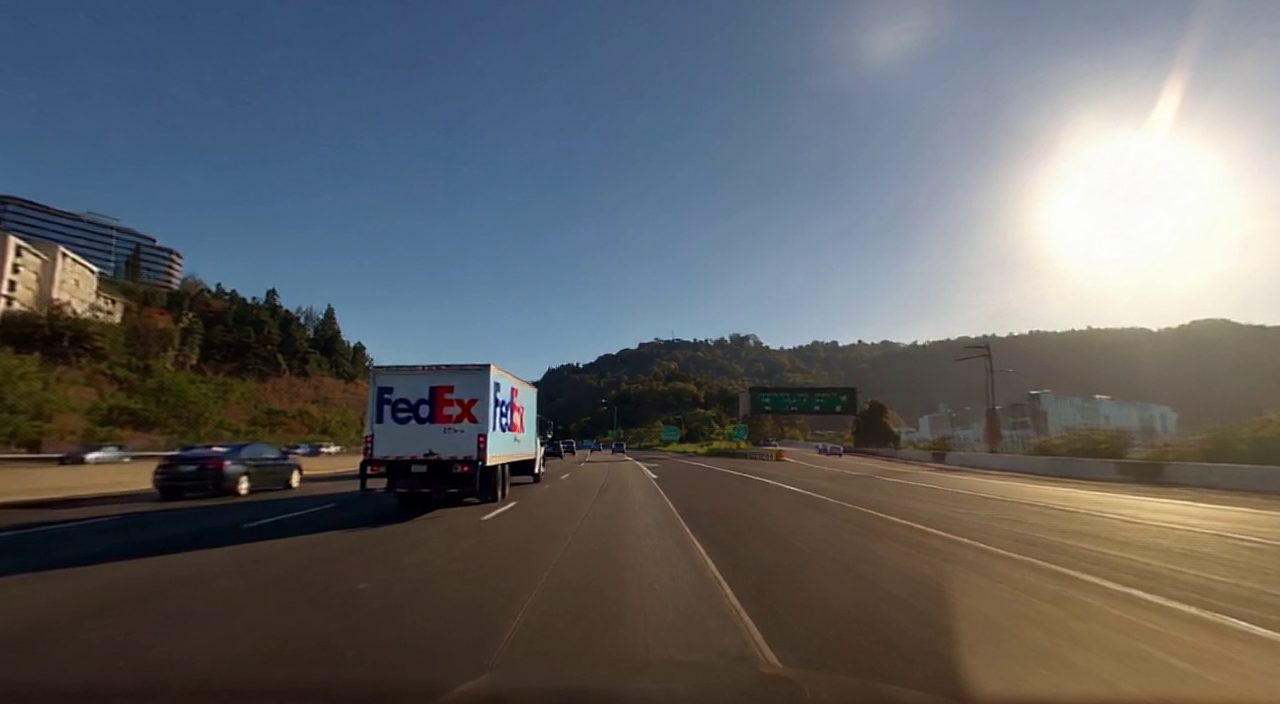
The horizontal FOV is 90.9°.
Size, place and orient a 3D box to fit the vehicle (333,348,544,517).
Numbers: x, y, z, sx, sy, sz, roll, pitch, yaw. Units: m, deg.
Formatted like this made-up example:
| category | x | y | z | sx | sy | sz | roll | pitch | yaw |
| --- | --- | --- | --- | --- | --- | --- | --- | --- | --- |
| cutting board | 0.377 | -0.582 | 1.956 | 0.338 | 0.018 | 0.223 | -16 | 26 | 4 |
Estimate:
| category | x | y | z | sx | sy | sz | roll | pitch | yaw |
| --- | --- | --- | --- | --- | --- | --- | --- | --- | --- |
| vehicle | -4.391 | 2.052 | 15.837 | 2.798 | 3.212 | 7.573 | 0 | -8 | 0 |

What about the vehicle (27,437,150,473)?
| category | x | y | z | sx | sy | sz | roll | pitch | yaw |
| --- | --- | --- | --- | --- | --- | --- | --- | --- | --- |
| vehicle | -28.329 | 5.285 | 32.656 | 2.117 | 1.738 | 4.824 | 0 | -8 | -2 |

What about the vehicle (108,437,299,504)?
| category | x | y | z | sx | sy | sz | roll | pitch | yaw |
| --- | --- | --- | --- | --- | --- | --- | --- | --- | --- |
| vehicle | -11.792 | 3.198 | 17.563 | 1.981 | 1.607 | 4.703 | 0 | -8 | -1 |
